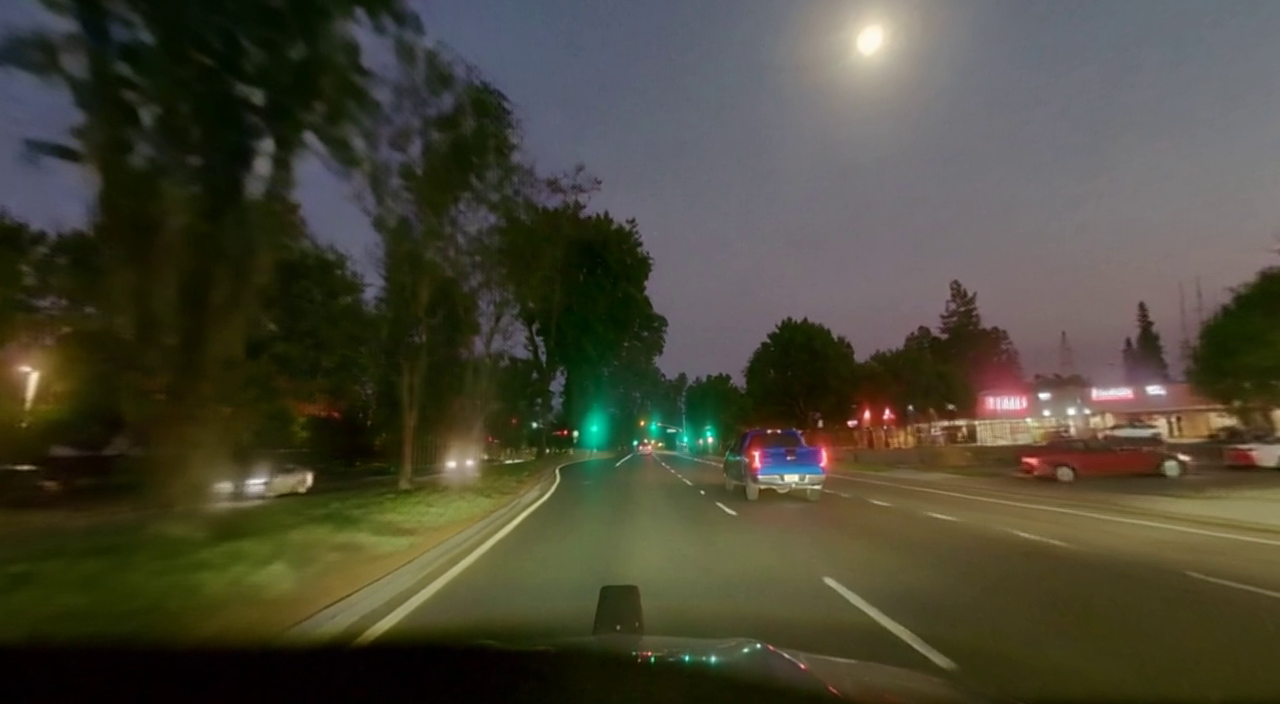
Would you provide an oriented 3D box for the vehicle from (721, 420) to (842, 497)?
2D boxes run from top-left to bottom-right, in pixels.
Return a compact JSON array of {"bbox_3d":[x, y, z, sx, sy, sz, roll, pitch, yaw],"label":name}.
[{"bbox_3d":[3.725,2.925,17.797,2.138,1.836,5.245,0,-8,-1],"label":"vehicle"}]

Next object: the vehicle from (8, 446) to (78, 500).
[{"bbox_3d":[-30.340,6.124,32.146,1.541,2.550,1.957,-3,-9,0],"label":"vehicle"}]

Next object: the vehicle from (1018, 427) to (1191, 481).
[{"bbox_3d":[16.386,3.609,22.475,4.554,1.566,1.925,-3,-8,-1],"label":"vehicle"}]

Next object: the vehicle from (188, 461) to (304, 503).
[{"bbox_3d":[-16.300,5.361,26.454,1.910,1.468,4.496,0,-8,1],"label":"vehicle"}]

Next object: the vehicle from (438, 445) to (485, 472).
[{"bbox_3d":[-12.870,7.719,45.882,2.126,1.800,4.925,0,-8,-1],"label":"vehicle"}]
